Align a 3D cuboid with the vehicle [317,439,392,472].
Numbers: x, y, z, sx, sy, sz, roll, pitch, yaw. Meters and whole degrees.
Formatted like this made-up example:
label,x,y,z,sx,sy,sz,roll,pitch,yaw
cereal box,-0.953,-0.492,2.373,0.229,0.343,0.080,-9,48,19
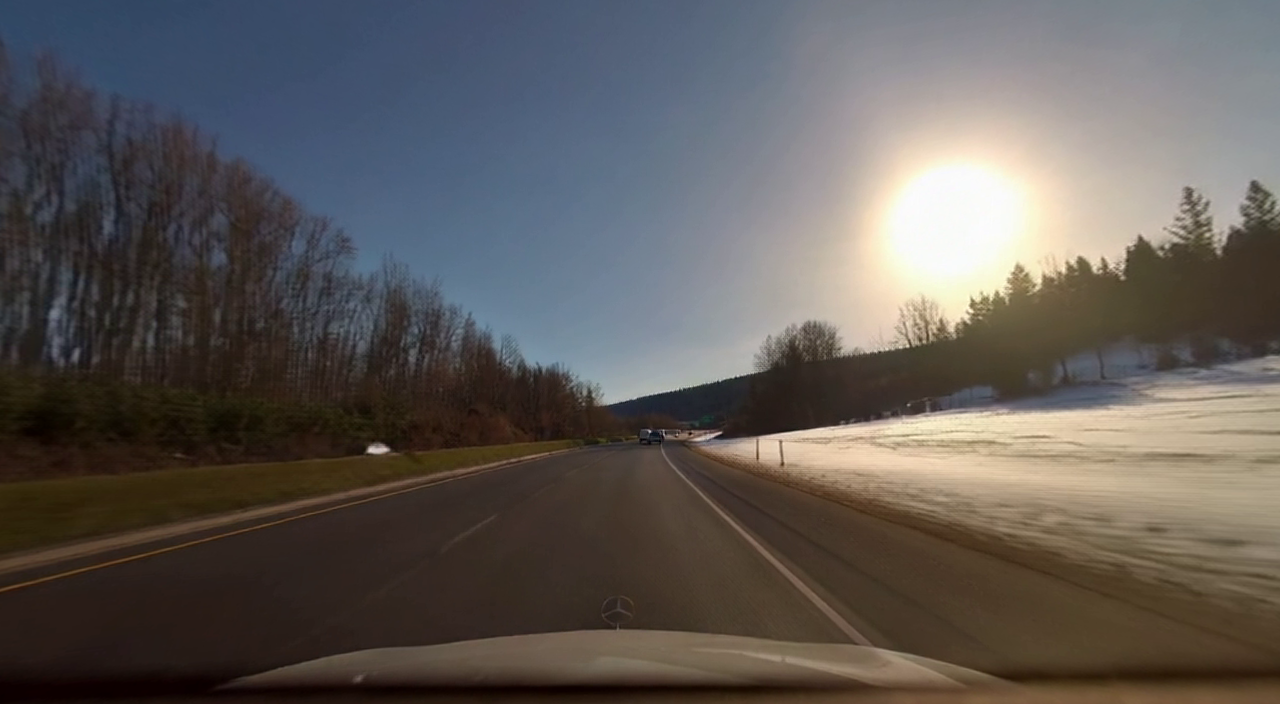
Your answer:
label,x,y,z,sx,sy,sz,roll,pitch,yaw
vehicle,-14.769,5.345,32.775,1.859,1.533,4.158,0,-8,1
